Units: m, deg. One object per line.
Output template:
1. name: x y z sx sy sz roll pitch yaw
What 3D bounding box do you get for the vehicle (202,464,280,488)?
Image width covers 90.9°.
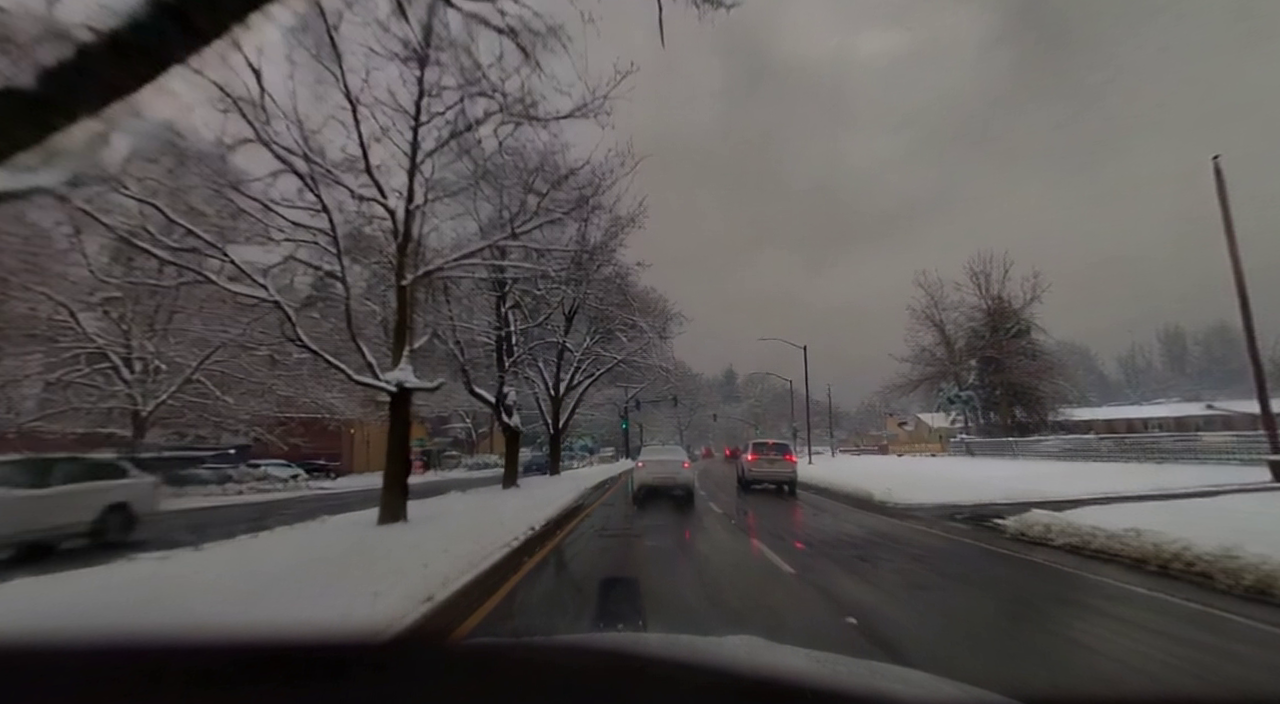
1. vehicle: -26.292 8.180 41.582 4.011 1.473 1.913 -2 -9 9

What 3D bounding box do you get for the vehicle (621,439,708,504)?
1. vehicle: 0.672 3.291 17.841 2.154 1.585 3.997 -1 -8 2

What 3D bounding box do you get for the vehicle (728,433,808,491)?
1. vehicle: 4.450 3.909 22.807 1.953 1.818 5.299 -1 -8 2

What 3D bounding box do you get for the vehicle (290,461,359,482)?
1. vehicle: -24.406 9.275 48.861 4.374 1.502 1.925 -1 -8 6

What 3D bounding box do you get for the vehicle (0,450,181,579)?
1. vehicle: -8.159 1.964 7.706 1.773 1.449 4.322 -2 -9 1
